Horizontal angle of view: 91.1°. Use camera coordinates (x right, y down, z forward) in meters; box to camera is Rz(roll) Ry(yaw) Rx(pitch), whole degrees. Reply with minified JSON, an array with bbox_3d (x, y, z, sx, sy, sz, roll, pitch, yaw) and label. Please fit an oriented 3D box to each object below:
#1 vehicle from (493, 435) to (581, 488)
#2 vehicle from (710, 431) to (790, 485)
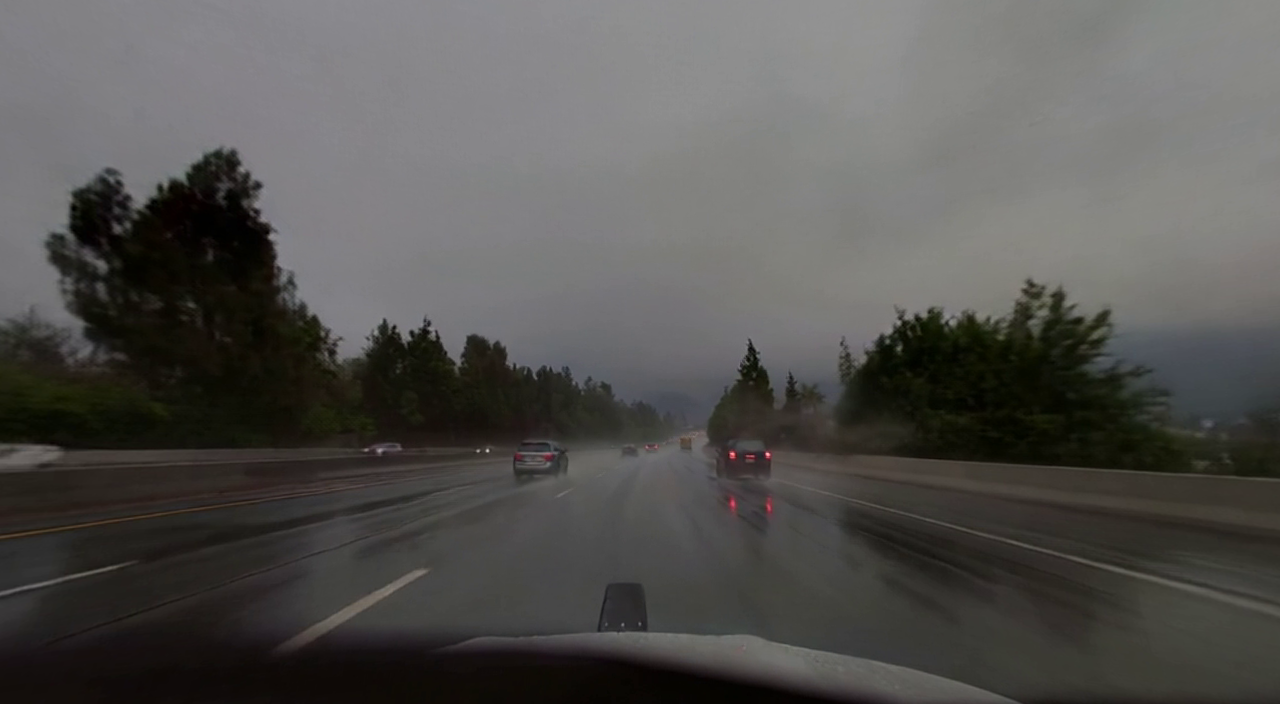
[{"bbox_3d":[-3.376,3.705,21.594,2.166,1.608,4.297,0,-8,2],"label":"vehicle"},{"bbox_3d":[3.930,3.874,23.291,2.149,1.796,4.487,0,-8,0],"label":"vehicle"}]
